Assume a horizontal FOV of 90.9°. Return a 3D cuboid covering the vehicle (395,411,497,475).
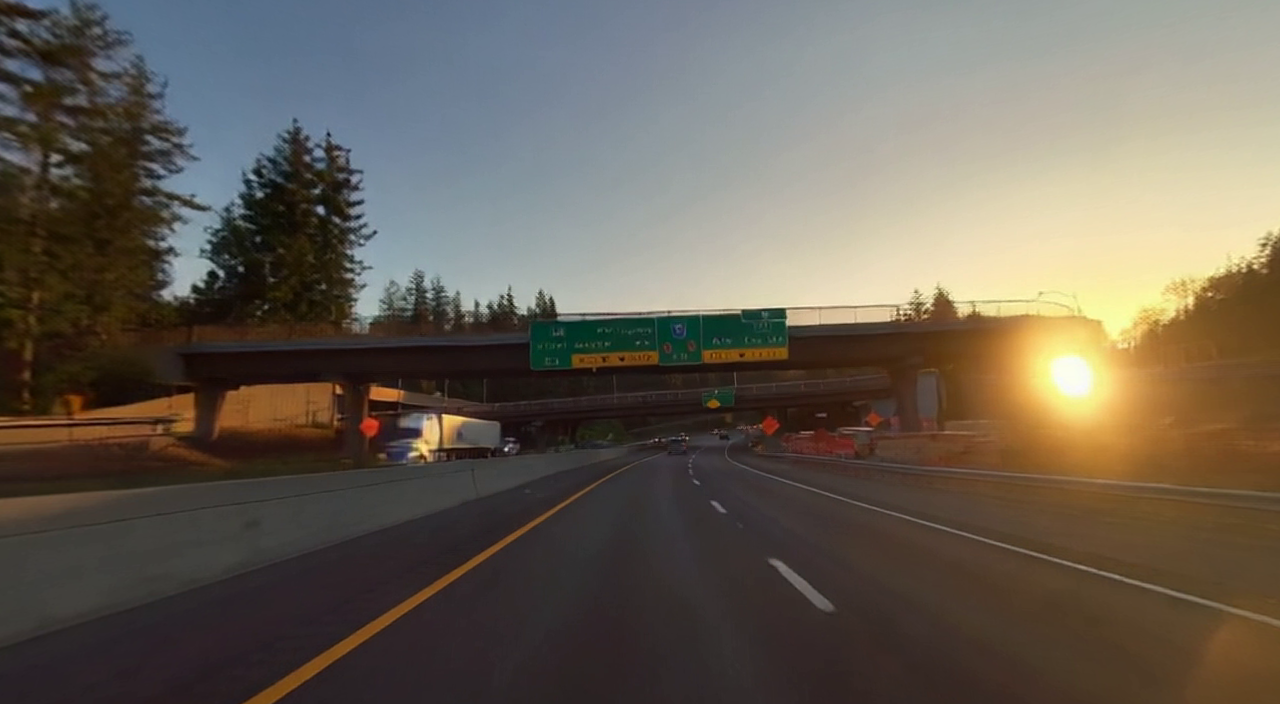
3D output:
[{"bbox_3d":[-12.117,5.848,40.635,3.010,3.577,9.124,-1,-8,4],"label":"vehicle"}]
